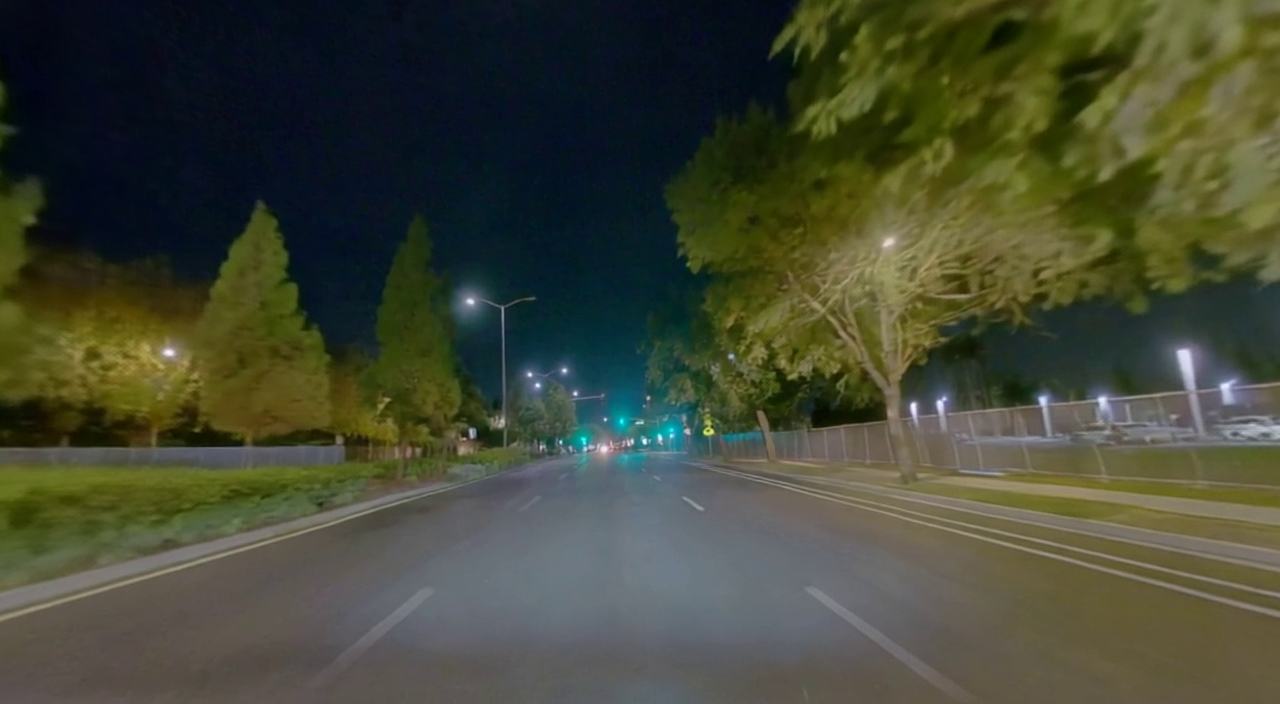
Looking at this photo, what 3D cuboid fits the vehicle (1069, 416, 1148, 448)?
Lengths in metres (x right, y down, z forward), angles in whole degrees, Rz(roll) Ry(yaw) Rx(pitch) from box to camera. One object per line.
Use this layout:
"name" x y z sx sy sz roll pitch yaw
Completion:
"vehicle" 26.121 4.525 35.461 2.055 1.645 4.679 -3 -8 18

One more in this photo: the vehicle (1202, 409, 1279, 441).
"vehicle" 34.743 4.224 36.160 1.875 1.686 4.455 -3 -8 14

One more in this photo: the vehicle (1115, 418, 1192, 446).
"vehicle" 29.243 4.604 36.150 1.736 1.440 3.989 -2 -8 13
